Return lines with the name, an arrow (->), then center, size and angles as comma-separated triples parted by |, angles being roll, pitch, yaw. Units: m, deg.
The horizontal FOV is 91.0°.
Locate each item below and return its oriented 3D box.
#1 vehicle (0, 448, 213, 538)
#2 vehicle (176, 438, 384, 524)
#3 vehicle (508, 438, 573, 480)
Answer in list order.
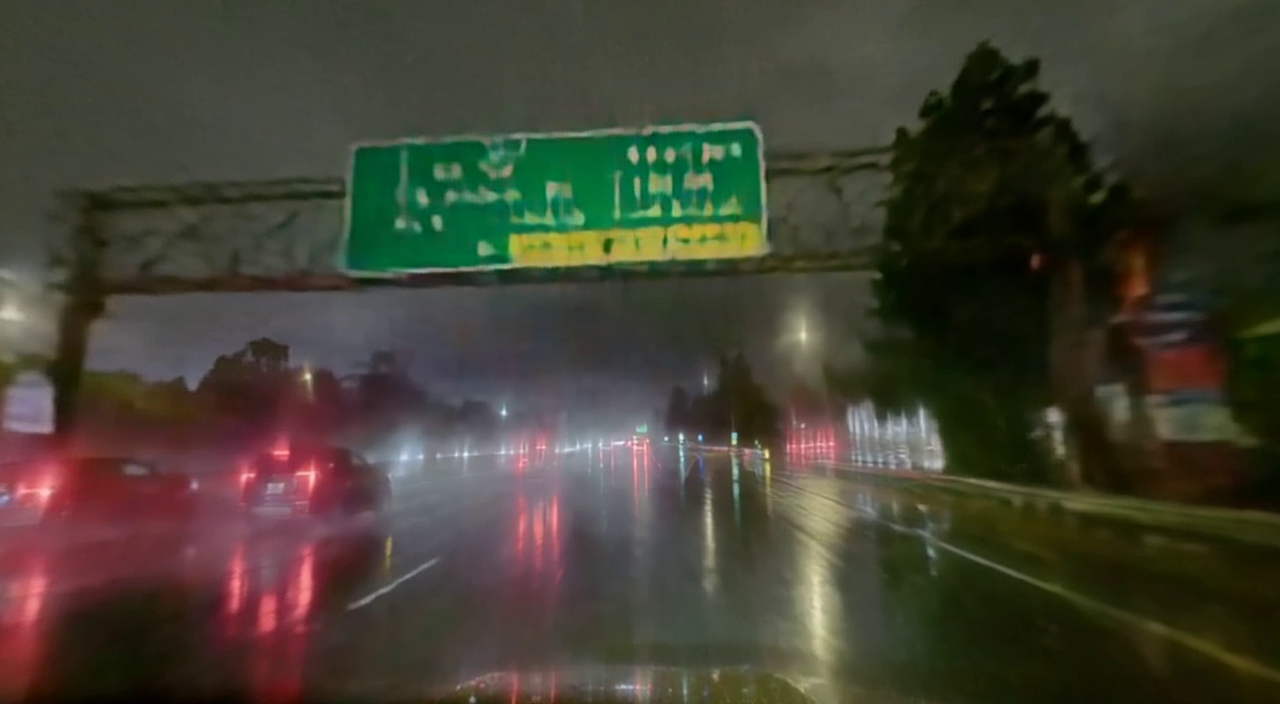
vehicle -> -11.848, 2.873, 13.571 | 2.003, 1.595, 4.532 | 0, -9, 1
vehicle -> -7.979, 2.873, 14.627 | 2.071, 1.661, 4.540 | 0, -9, 1
vehicle -> -4.360, 4.787, 28.358 | 2.158, 1.717, 4.375 | 0, -9, 1
